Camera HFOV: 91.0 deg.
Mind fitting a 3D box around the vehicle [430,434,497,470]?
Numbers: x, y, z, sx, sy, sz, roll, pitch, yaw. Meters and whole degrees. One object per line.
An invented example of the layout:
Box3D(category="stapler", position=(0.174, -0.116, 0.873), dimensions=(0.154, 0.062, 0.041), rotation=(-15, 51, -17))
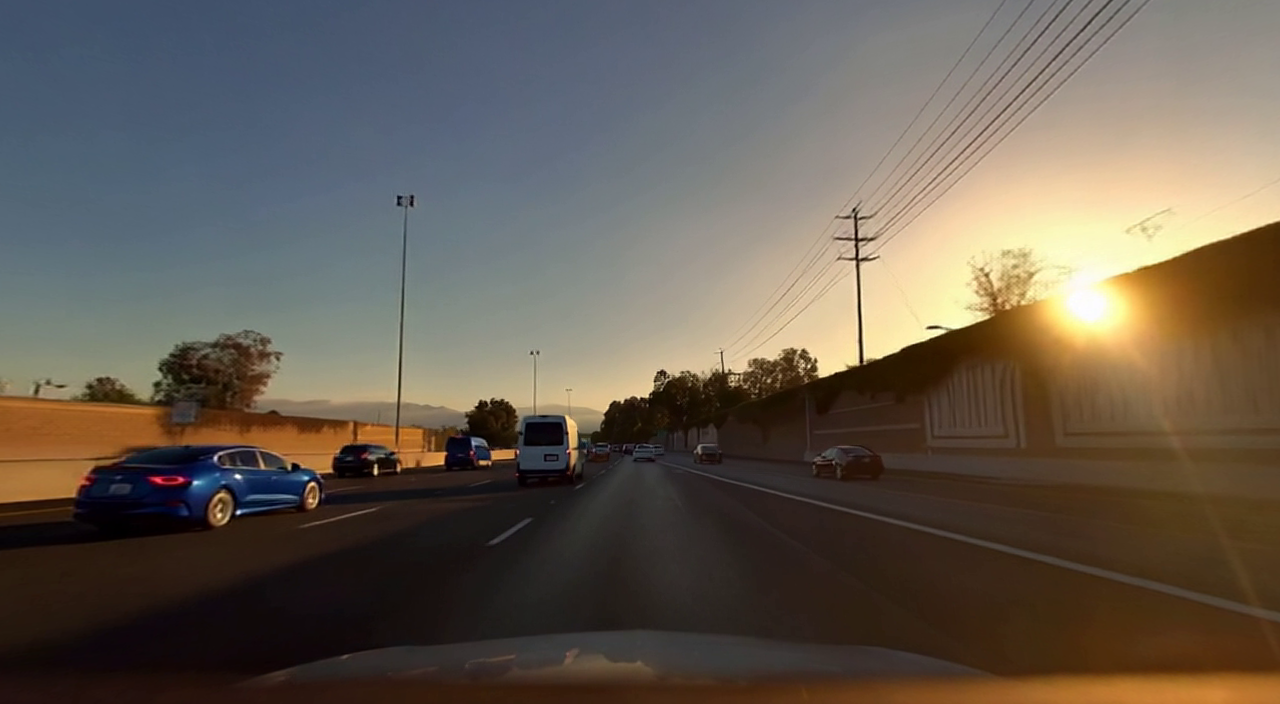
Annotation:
Box3D(category="vehicle", position=(-11.579, 6.637, 41.902), dimensions=(2.596, 2.162, 6.328), rotation=(0, -9, 0))

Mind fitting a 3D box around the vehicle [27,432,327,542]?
Box3D(category="vehicle", position=(-7.680, 2.257, 11.193), dimensions=(1.967, 1.525, 4.458), rotation=(0, -9, -1))

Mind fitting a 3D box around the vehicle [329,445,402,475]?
Box3D(category="vehicle", position=(-15.138, 5.982, 35.078), dimensions=(1.937, 1.523, 4.708), rotation=(0, -9, 0))

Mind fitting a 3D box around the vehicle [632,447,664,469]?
Box3D(category="vehicle", position=(0.533, 7.425, 44.334), dimensions=(2.084, 1.492, 4.137), rotation=(0, -9, -2))

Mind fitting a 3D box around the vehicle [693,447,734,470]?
Box3D(category="vehicle", position=(5.140, 7.482, 44.564), dimensions=(2.095, 1.504, 4.536), rotation=(0, -9, -3))

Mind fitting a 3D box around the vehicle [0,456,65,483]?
Box3D(category="vehicle", position=(-37.159, 7.012, 37.715), dimensions=(1.696, 1.480, 3.825), rotation=(0, -9, 0))

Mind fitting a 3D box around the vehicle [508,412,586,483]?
Box3D(category="vehicle", position=(-3.789, 4.084, 26.940), dimensions=(2.395, 2.660, 5.827), rotation=(0, -9, 0))

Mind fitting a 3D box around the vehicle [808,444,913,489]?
Box3D(category="vehicle", position=(7.837, 4.101, 22.914), dimensions=(2.052, 1.470, 4.364), rotation=(0, -9, -3))
